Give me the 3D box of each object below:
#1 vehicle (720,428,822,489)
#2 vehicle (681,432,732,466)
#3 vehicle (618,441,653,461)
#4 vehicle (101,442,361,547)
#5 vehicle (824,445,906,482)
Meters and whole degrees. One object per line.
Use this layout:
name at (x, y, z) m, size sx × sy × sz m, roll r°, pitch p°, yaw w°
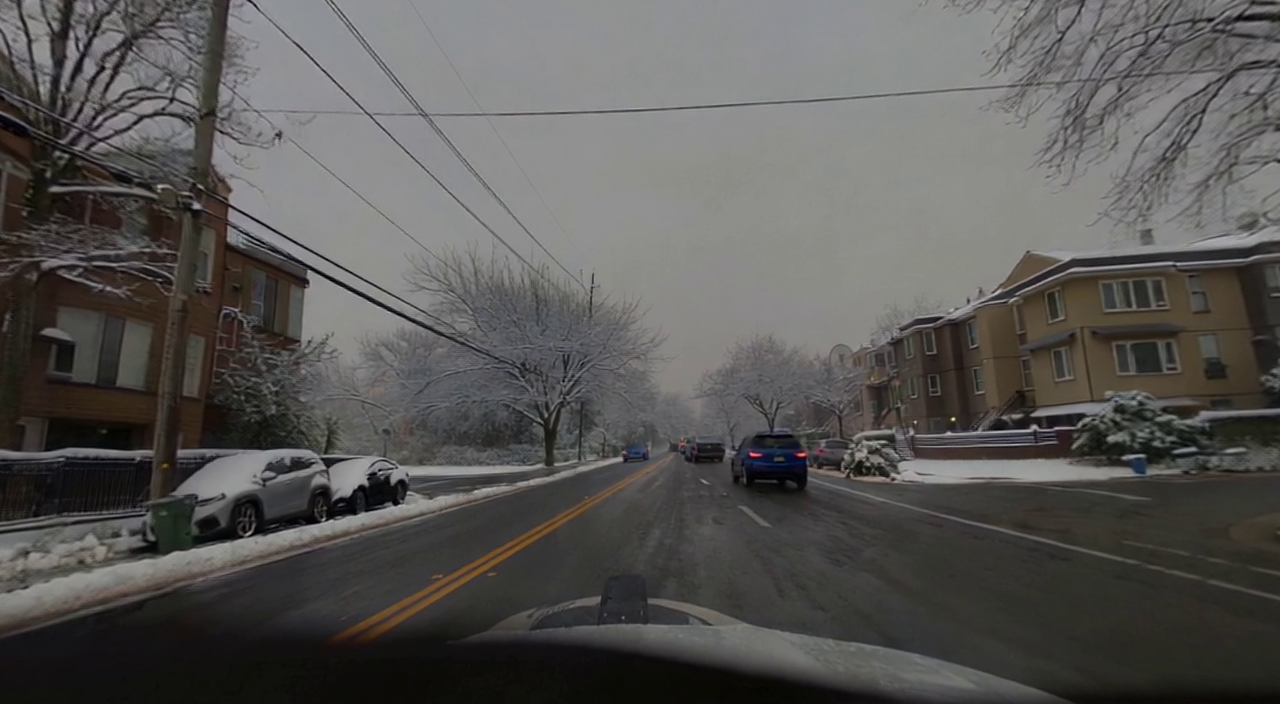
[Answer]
vehicle at (4.093, 3.428, 20.529) m, size 2.306 × 1.719 × 4.805 m, roll 0°, pitch -8°, yaw 0°
vehicle at (3.871, 5.736, 37.306) m, size 2.368 × 1.840 × 4.896 m, roll 0°, pitch -8°, yaw -1°
vehicle at (-0.307, 7.467, 47.401) m, size 2.155 × 1.436 × 4.501 m, roll -1°, pitch -8°, yaw 5°
vehicle at (-8.276, 2.860, 13.468) m, size 2.381 × 1.825 × 4.652 m, roll 0°, pitch -8°, yaw 0°
vehicle at (9.789, 4.855, 27.752) m, size 1.935 × 1.478 × 4.711 m, roll 0°, pitch -8°, yaw 1°
